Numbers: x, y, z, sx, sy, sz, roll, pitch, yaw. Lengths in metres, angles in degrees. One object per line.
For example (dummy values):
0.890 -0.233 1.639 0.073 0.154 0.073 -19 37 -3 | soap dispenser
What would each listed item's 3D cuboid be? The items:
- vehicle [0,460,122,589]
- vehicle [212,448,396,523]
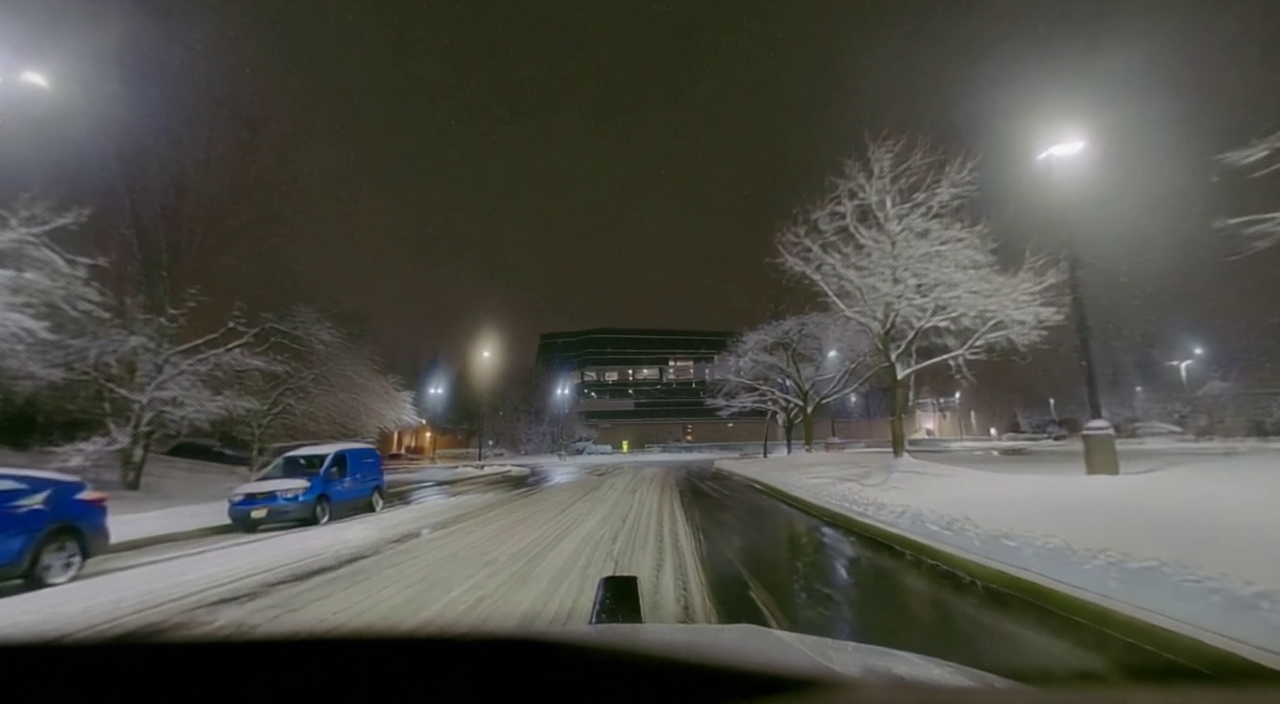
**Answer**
-8.840 2.052 7.206 2.038 1.525 4.383 0 -9 2 | vehicle
-8.970 3.552 17.537 2.360 1.741 4.912 0 -9 0 | vehicle
